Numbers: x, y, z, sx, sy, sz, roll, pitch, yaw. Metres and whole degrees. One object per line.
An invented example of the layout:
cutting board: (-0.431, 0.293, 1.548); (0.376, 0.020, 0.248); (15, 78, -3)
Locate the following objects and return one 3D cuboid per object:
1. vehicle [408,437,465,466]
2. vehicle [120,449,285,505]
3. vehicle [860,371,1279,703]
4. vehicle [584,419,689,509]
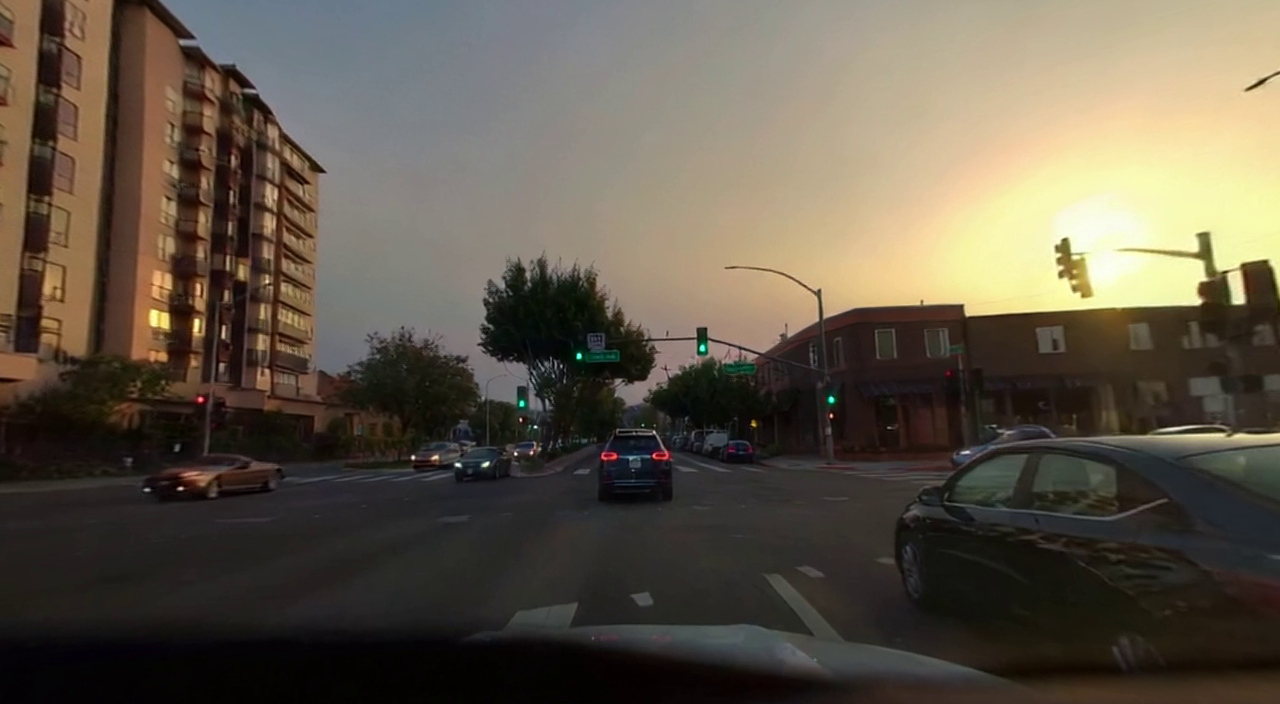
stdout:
vehicle: (-13.034, 6.366, 40.777); (1.964, 1.712, 5.236); (0, -8, 0)
vehicle: (-13.288, 3.778, 19.613); (1.943, 1.487, 4.472); (0, -8, -1)
vehicle: (3.171, 1.157, 4.174); (1.906, 1.608, 4.137); (0, -8, 0)
vehicle: (-0.029, 2.753, 16.009); (2.206, 1.858, 5.332); (-1, -8, 1)
